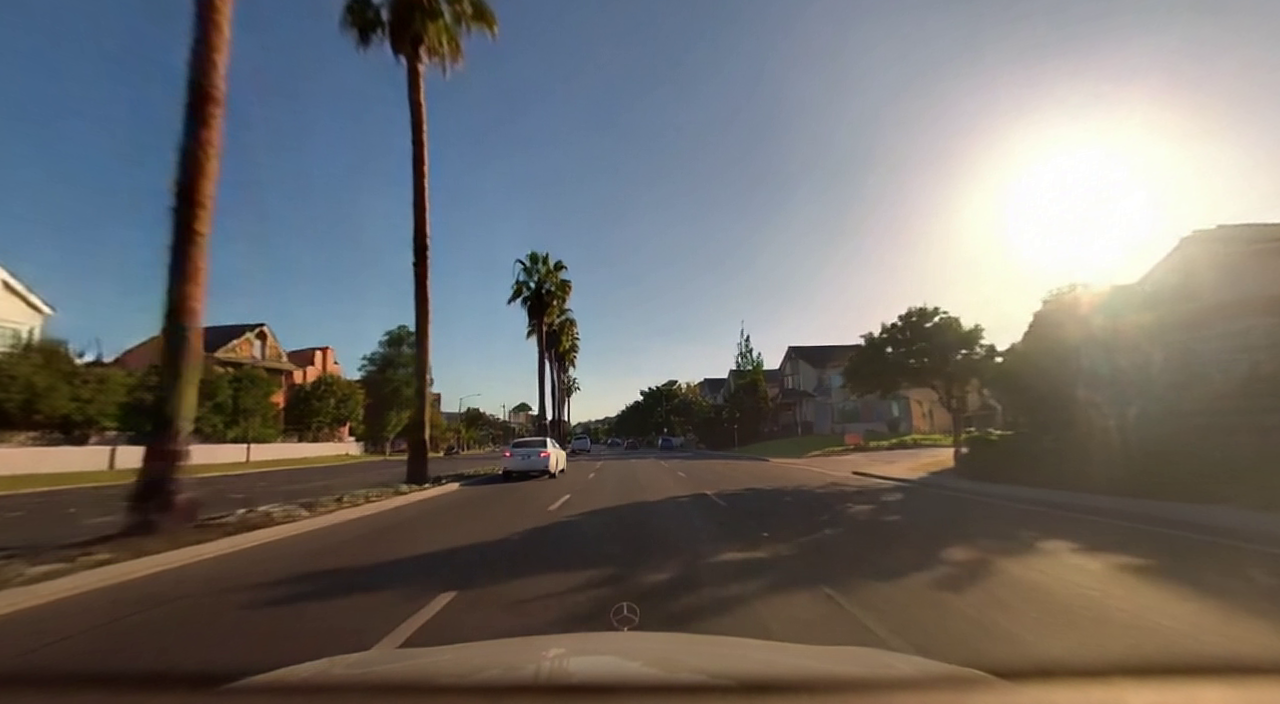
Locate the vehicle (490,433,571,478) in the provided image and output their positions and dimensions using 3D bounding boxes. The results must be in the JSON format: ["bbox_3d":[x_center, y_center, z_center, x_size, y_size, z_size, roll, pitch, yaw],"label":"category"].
[{"bbox_3d":[-3.840,3.732,22.995,2.108,1.475,4.555,0,-8,0],"label":"vehicle"}]
